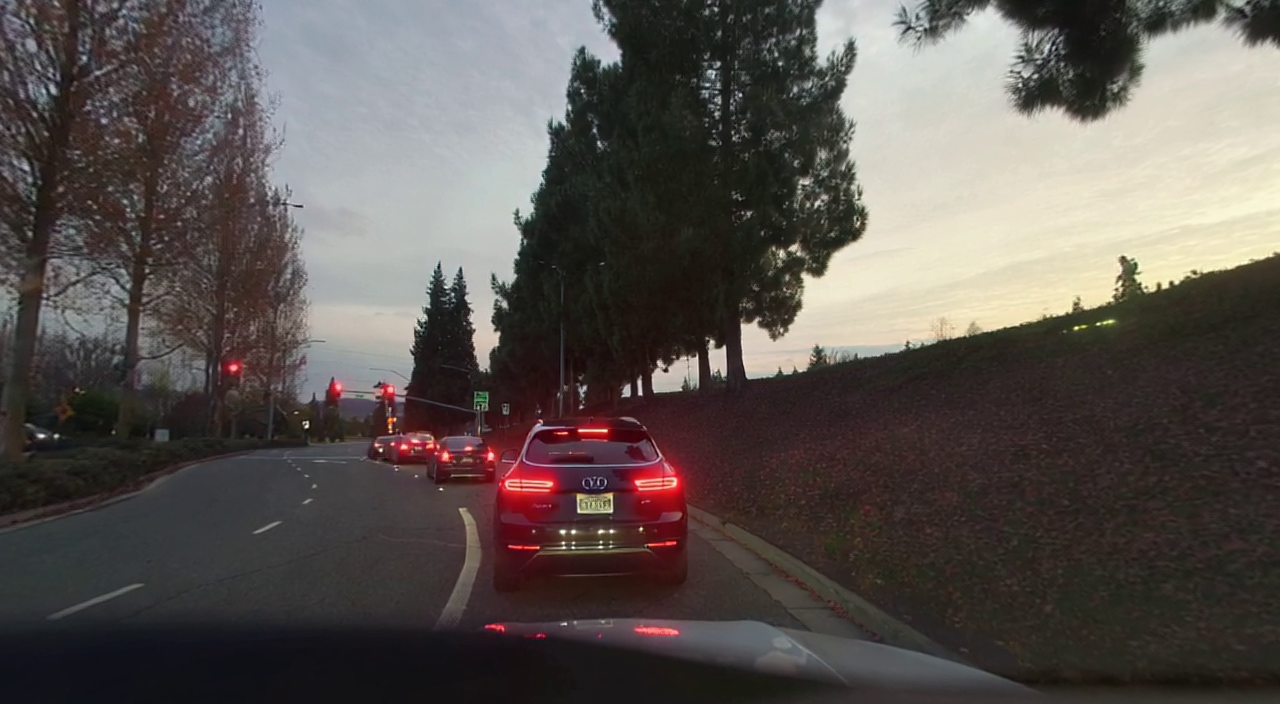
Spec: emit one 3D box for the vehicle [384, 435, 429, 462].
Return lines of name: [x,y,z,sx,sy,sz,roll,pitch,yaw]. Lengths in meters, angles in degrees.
vehicle: [-13.765,5.644,36.906,1.863,1.488,4.426,4,-9,-27]

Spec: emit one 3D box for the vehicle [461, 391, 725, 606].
vehicle: [-0.682,1.462,7.204,2.134,1.671,4.147,1,-8,-9]

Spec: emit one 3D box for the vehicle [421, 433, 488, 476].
vehicle: [-7.294,3.947,24.484,1.902,1.536,3.662,4,-9,-25]
